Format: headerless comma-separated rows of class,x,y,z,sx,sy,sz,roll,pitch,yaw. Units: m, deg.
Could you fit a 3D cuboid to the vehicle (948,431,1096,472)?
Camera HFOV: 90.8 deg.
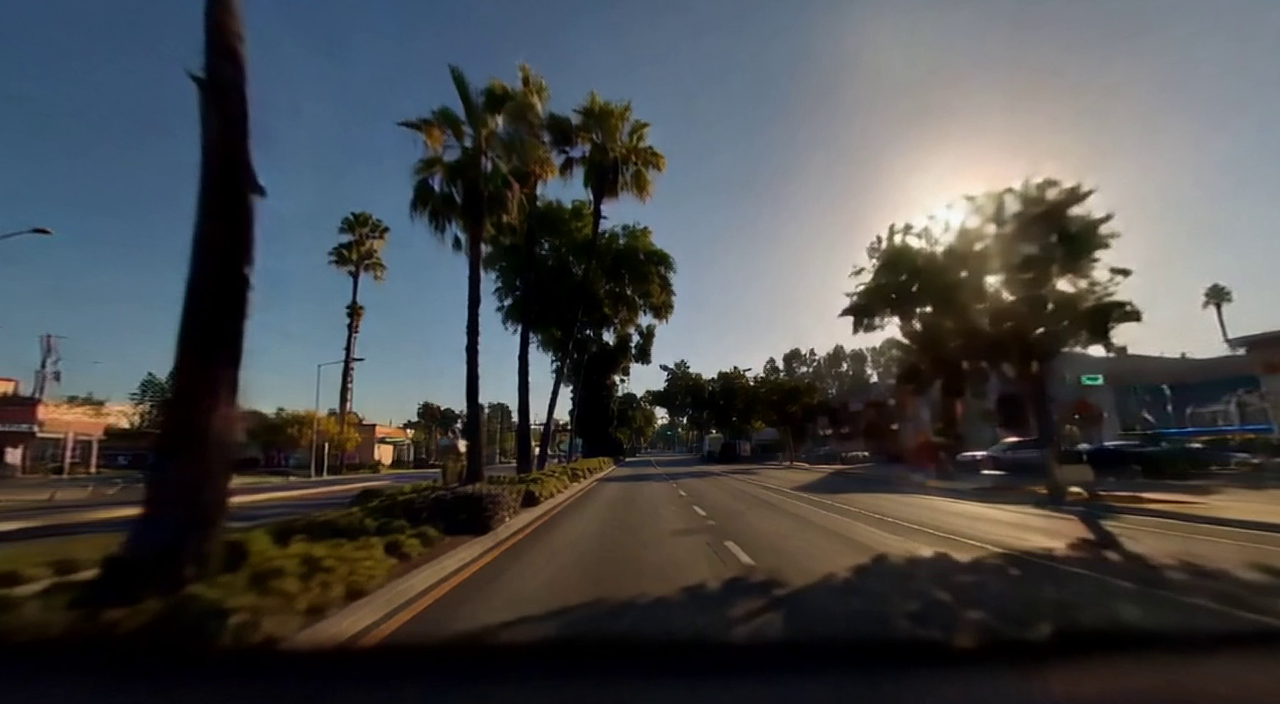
vehicle,21.498,5.633,35.788,6.489,2.179,2.882,0,-9,-1

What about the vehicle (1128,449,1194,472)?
vehicle,39.611,8.244,48.142,1.919,1.613,3.862,-1,-8,5
